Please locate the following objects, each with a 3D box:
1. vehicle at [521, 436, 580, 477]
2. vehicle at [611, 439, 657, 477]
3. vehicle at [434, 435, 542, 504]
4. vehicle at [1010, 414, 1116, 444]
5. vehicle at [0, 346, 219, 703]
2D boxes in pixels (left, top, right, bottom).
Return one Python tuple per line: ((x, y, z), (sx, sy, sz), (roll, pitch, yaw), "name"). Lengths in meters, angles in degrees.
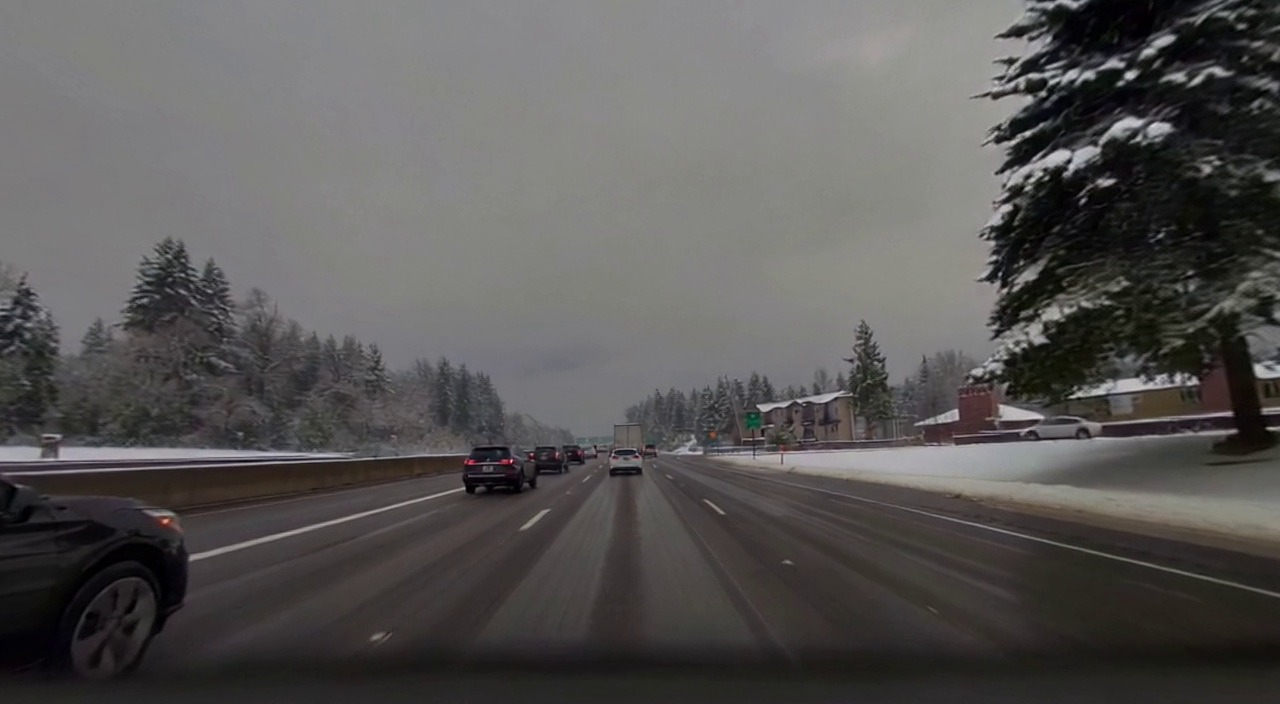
((-4.496, 5.356, 32.660), (2.301, 1.944, 5.482), (0, -9, -1), "vehicle")
((-0.312, 5.132, 30.785), (2.063, 1.703, 4.203), (0, -9, -1), "vehicle")
((-4.027, 3.171, 17.445), (1.988, 1.668, 4.021), (0, -9, 0), "vehicle")
((22.725, 4.199, 34.142), (1.894, 1.458, 4.268), (4, -9, -25), "vehicle")
((-3.496, 0.684, 1.410), (2.027, 1.713, 4.490), (0, -9, -1), "vehicle")
